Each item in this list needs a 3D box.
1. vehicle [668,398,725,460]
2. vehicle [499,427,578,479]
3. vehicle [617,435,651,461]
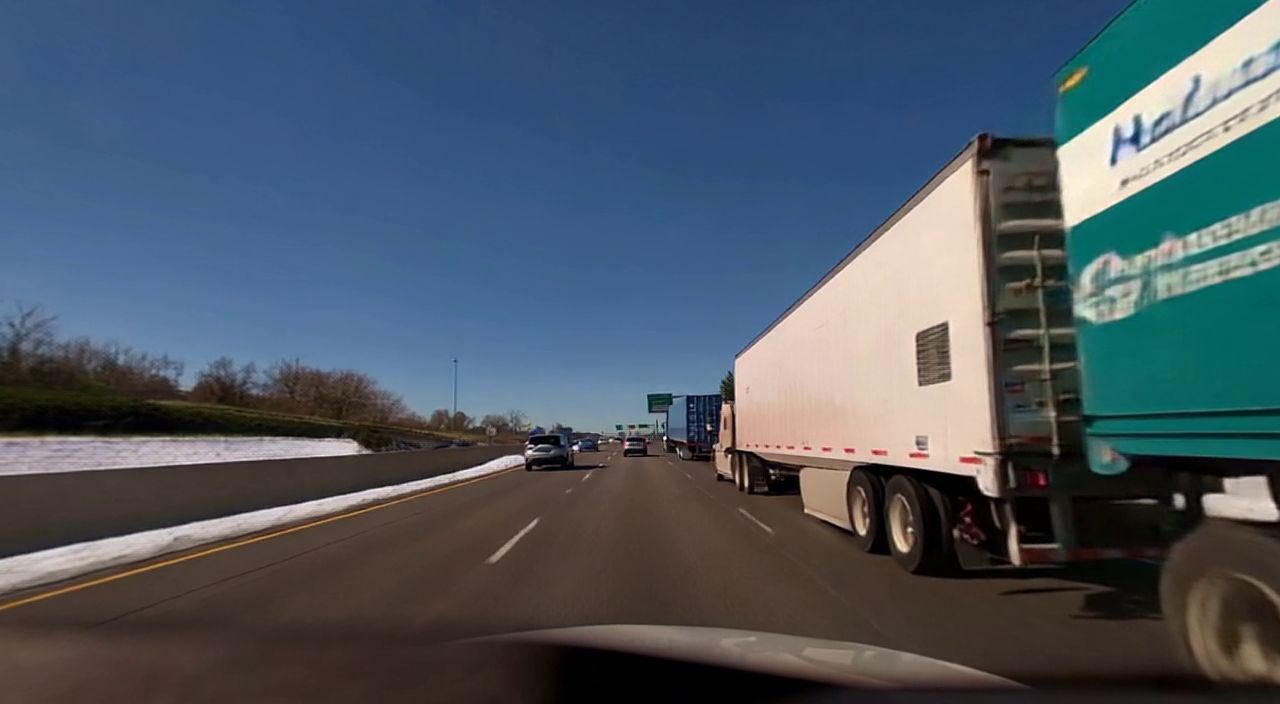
[{"bbox_3d":[3.718,5.348,43.290,2.883,3.836,7.894,0,-8,-2],"label":"vehicle"},{"bbox_3d":[-3.490,3.560,22.488,2.054,1.671,4.445,0,-8,0],"label":"vehicle"},{"bbox_3d":[-0.412,6.058,39.849,2.088,1.567,4.240,0,-8,-1],"label":"vehicle"}]
